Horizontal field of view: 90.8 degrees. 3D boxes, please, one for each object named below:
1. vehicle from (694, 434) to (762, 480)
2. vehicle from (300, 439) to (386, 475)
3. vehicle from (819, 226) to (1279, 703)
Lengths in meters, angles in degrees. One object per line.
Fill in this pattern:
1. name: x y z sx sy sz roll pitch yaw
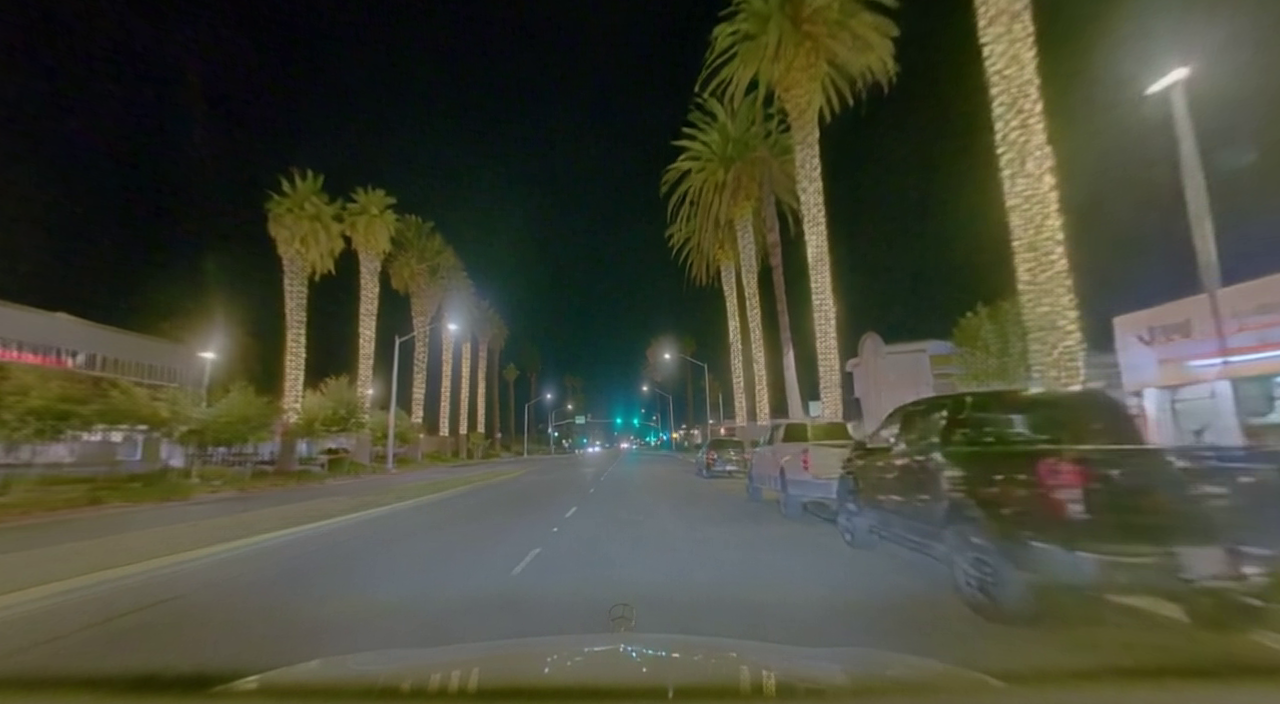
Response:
1. vehicle: 3.627 4.424 26.835 2.138 1.743 4.363 0 -8 -1
2. vehicle: -19.436 6.822 41.247 6.167 2.125 2.526 -7 -10 38
3. vehicle: 3.664 0.998 6.026 2.221 2.552 5.594 0 -9 0
